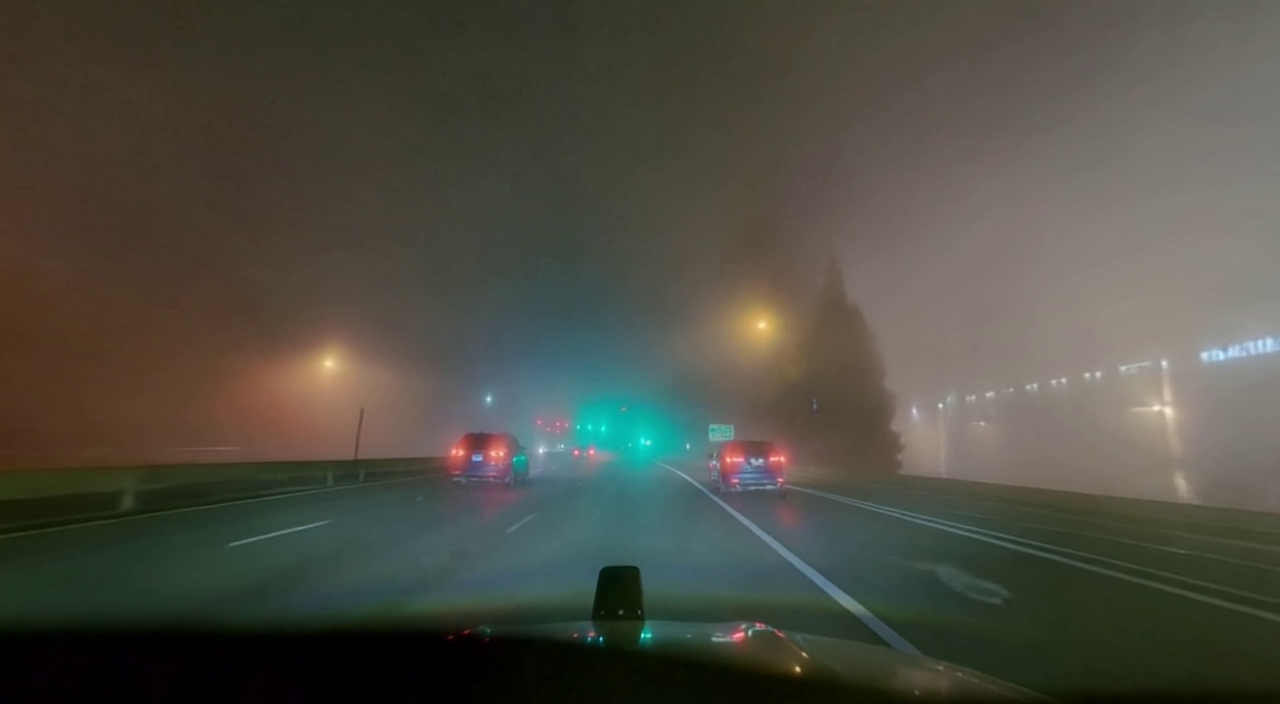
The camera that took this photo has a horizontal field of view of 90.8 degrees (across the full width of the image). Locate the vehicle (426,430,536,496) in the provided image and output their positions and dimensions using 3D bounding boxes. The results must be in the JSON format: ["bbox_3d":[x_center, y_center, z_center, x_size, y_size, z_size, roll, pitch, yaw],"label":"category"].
[{"bbox_3d":[-4.726,3.369,19.642,2.176,1.779,4.755,0,-8,0],"label":"vehicle"}]

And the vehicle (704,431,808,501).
[{"bbox_3d":[3.037,3.091,17.548,1.997,1.686,4.247,0,-8,-1],"label":"vehicle"}]
